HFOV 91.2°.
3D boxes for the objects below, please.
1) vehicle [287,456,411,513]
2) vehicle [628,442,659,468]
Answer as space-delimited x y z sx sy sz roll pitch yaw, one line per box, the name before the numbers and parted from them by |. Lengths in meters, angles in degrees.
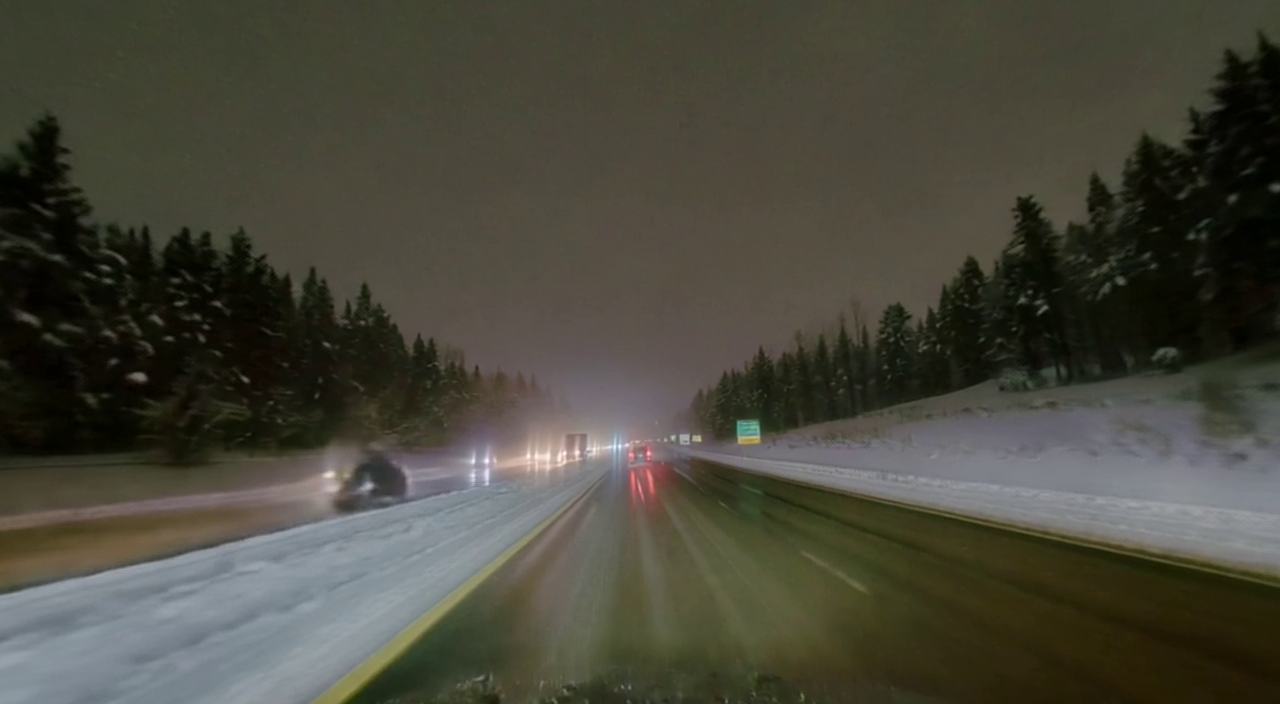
vehicle | -8.776 4.002 19.332 1.919 1.491 3.932 0 -9 0
vehicle | 0.252 7.297 44.465 2.098 1.692 4.038 0 -9 0
